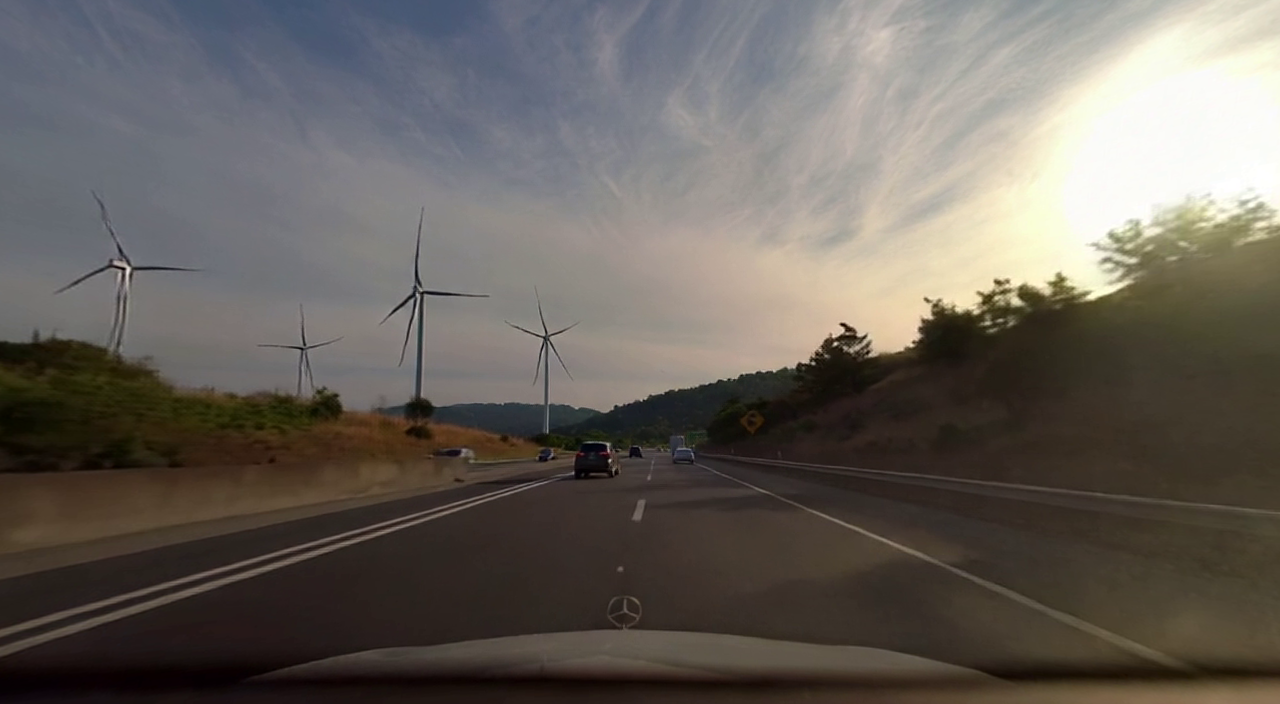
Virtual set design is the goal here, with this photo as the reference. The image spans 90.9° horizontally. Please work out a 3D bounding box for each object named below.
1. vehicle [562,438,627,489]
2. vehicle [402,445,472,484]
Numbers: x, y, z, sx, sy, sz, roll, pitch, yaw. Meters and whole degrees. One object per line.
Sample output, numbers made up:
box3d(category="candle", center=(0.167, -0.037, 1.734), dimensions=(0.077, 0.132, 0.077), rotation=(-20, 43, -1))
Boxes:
box3d(category="vehicle", center=(-1.623, 4.177, 23.871), dimensions=(2.038, 1.723, 4.150), rotation=(-1, -9, 1))
box3d(category="vehicle", center=(-10.145, 5.643, 31.933), dimensions=(1.951, 1.791, 4.509), rotation=(-1, -9, 1))
